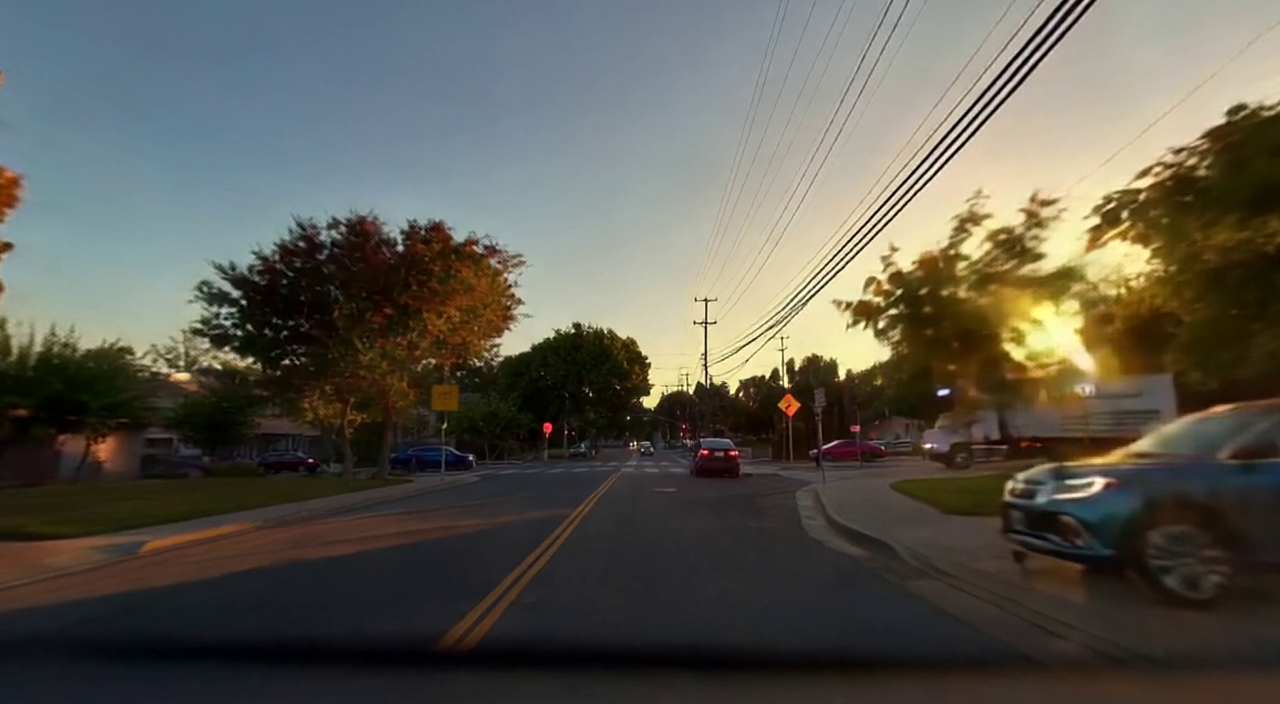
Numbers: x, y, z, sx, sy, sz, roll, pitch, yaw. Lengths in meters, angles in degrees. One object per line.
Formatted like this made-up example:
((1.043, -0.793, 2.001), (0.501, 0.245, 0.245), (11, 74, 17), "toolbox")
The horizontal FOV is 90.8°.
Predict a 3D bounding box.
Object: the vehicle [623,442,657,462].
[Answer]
((-0.044, 7.674, 48.445), (1.874, 1.427, 3.976), (2, -9, -12), "vehicle")

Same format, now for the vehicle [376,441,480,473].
((-13.297, 6.607, 40.028), (5.866, 1.904, 2.197), (1, -8, -6), "vehicle")

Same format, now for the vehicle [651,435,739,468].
((3.375, 6.273, 39.990), (2.553, 1.868, 5.536), (6, -10, -35), "vehicle")

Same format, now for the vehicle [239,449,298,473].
((-28.826, 8.453, 49.258), (2.085, 1.763, 4.658), (1, -9, -5), "vehicle")

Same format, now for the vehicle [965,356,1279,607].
((6.013, 1.103, 5.780), (4.814, 1.872, 2.220), (-1, -9, 7), "vehicle")

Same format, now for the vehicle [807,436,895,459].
((13.272, 6.063, 40.014), (4.872, 1.400, 1.955), (-1, -8, 3), "vehicle")
